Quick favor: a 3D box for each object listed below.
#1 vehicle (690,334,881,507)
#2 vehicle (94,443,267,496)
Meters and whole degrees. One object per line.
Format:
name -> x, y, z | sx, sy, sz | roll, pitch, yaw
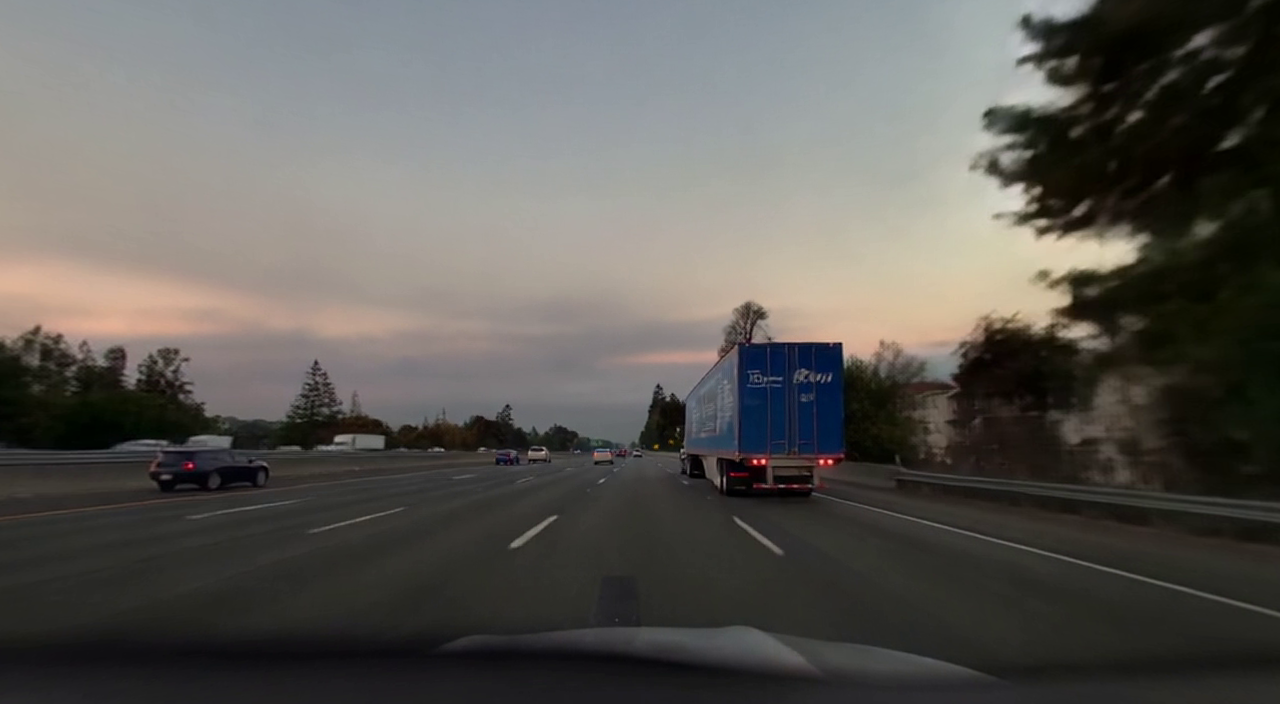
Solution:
vehicle -> 4.021, 2.743, 22.681 | 3.140, 4.100, 15.551 | 0, -9, 0
vehicle -> -14.503, 3.703, 20.386 | 1.982, 1.471, 4.747 | 0, -9, 0
